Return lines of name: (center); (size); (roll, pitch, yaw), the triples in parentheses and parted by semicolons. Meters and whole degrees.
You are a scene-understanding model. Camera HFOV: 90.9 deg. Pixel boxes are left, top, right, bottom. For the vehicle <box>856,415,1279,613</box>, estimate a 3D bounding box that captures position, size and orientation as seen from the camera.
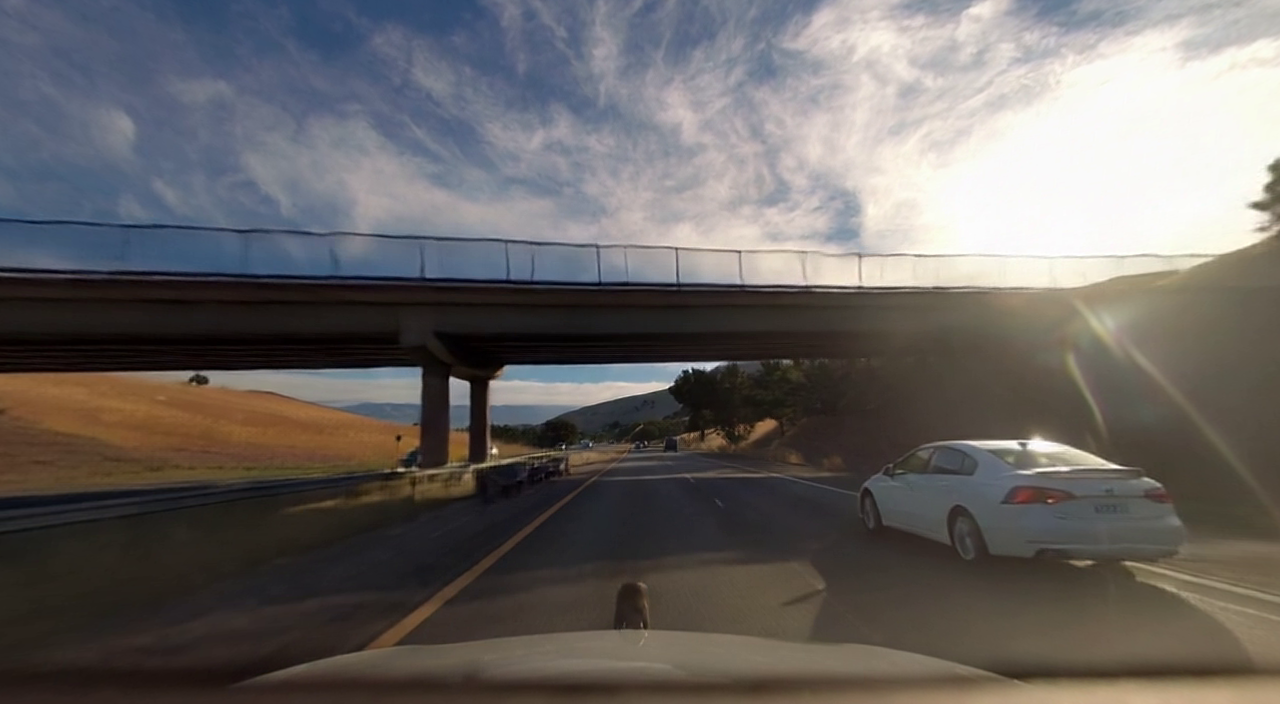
vehicle: (4.370, 1.584, 7.253); (2.027, 1.487, 4.718); (0, -8, -1)
